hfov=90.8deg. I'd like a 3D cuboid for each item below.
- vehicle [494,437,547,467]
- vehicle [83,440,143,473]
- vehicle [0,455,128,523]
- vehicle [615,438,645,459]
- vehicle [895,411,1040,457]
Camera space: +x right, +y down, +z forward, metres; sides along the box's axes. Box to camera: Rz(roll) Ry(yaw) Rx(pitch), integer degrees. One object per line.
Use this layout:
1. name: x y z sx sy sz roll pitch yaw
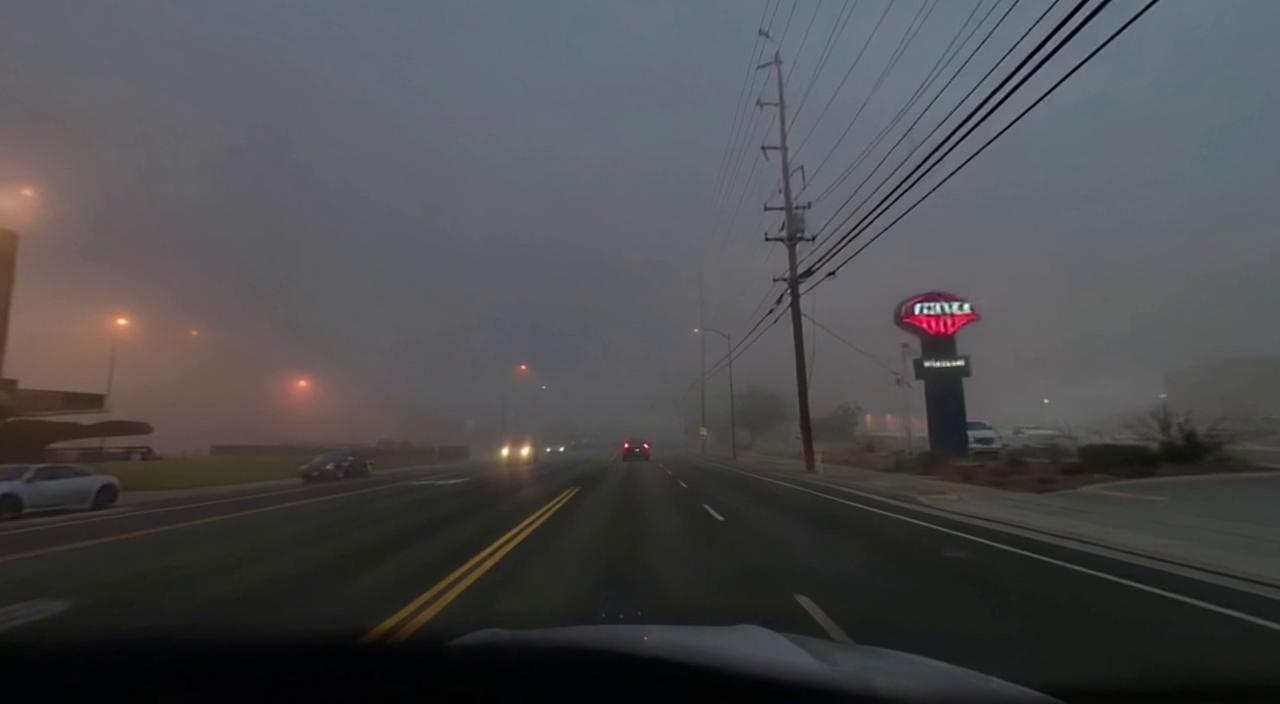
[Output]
1. vehicle: -6.490 5.485 34.794 1.987 1.515 4.789 0 -8 0
2. vehicle: -27.791 5.467 33.424 2.002 1.592 4.739 7 -10 -36
3. vehicle: -14.825 3.216 15.060 1.753 1.401 4.223 0 -8 -1
4. vehicle: -0.703 7.130 46.878 2.097 1.472 4.544 0 -8 0
5. vehicle: 13.527 3.421 26.301 4.836 1.750 2.079 0 -8 -1
